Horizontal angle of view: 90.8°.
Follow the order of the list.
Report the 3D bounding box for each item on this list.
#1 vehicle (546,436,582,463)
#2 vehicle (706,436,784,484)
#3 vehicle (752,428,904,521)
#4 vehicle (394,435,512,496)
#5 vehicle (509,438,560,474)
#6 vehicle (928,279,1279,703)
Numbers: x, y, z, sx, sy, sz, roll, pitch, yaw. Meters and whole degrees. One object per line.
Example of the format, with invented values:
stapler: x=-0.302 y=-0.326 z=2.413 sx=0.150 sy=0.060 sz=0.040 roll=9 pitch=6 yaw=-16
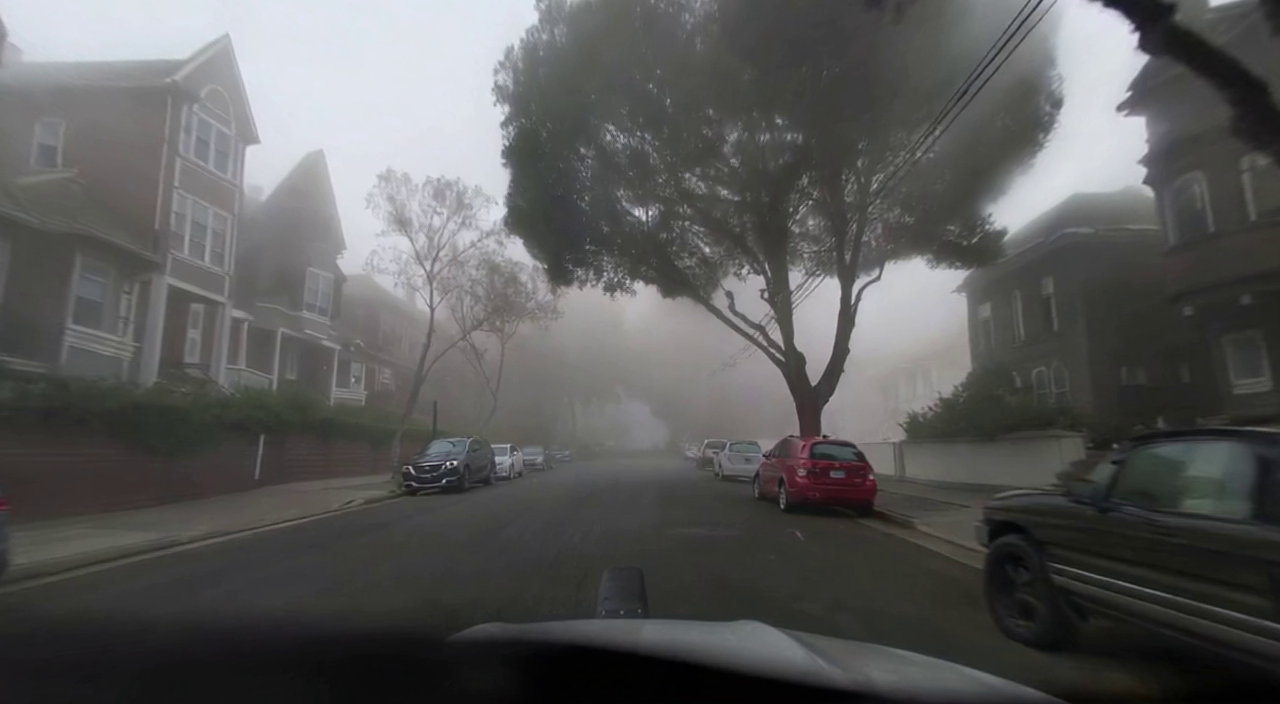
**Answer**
vehicle: x=-5.546 y=7.217 z=46.700 sx=2.106 sy=1.760 sz=4.573 roll=-4 pitch=-9 yaw=-1
vehicle: x=3.564 y=3.769 z=22.340 sx=1.881 sy=1.482 sz=4.531 roll=0 pitch=-8 yaw=-2
vehicle: x=3.636 y=2.439 z=13.112 sx=1.909 sy=1.595 sz=4.136 roll=0 pitch=-8 yaw=1
vehicle: x=-5.760 y=3.556 z=20.186 sx=2.169 sy=1.574 sz=5.016 roll=-3 pitch=-9 yaw=1
vehicle: x=-5.571 y=5.484 z=33.804 sx=1.901 sy=1.475 sz=4.425 roll=-4 pitch=-6 yaw=0
vehicle: x=3.410 y=0.751 z=2.568 sx=2.140 sy=1.937 sz=4.915 roll=0 pitch=-8 yaw=0
